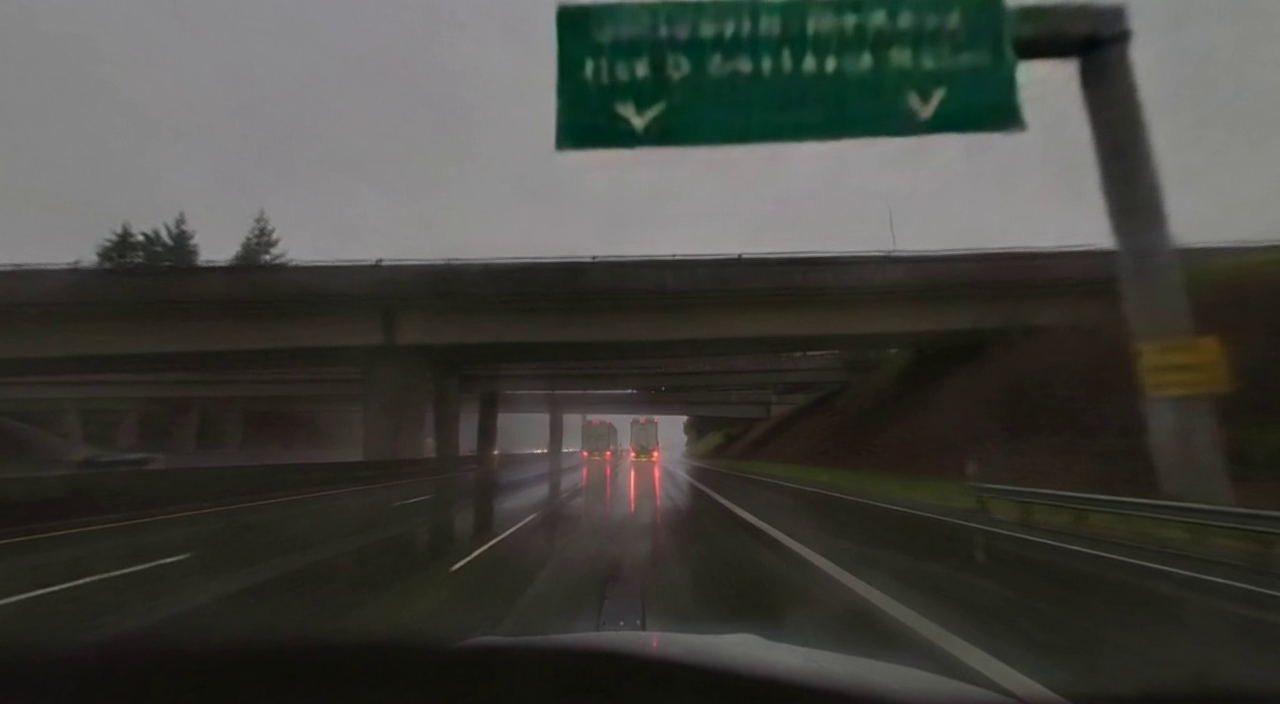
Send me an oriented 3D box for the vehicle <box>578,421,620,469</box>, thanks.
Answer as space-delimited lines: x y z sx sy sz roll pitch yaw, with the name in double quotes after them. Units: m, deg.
-2.950 7.044 47.470 2.696 3.266 7.062 0 -9 0 "vehicle"
